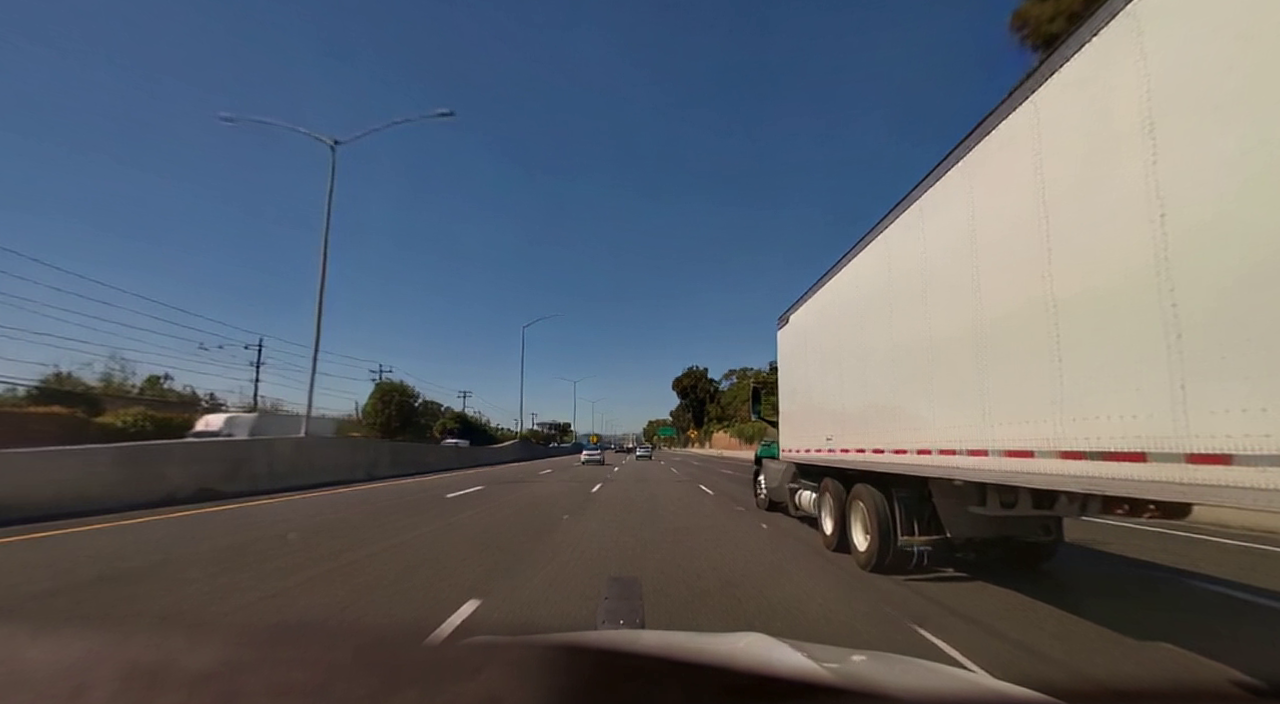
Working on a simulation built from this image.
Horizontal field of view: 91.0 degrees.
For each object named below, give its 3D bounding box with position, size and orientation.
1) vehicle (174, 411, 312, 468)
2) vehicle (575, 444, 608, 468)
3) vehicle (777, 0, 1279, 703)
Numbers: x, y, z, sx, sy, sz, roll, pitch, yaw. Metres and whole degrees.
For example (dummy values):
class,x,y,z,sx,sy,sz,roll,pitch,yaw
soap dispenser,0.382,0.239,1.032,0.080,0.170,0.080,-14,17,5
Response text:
class,x,y,z,sx,sy,sz,roll,pitch,yaw
vehicle,-28.739,6.497,46.531,3.010,3.665,10.888,0,-9,0
vehicle,-3.480,7.552,45.985,2.000,1.658,4.155,0,-9,1
vehicle,3.863,-0.180,3.162,2.899,4.078,16.430,0,-8,1
